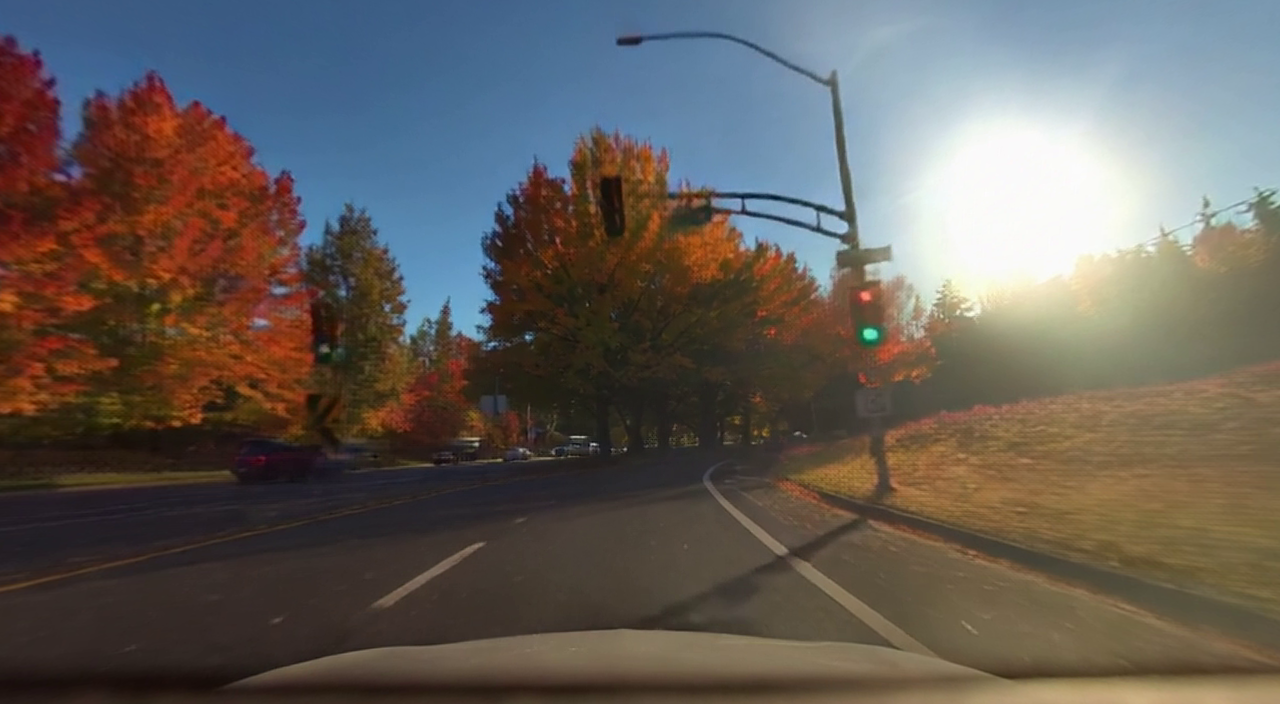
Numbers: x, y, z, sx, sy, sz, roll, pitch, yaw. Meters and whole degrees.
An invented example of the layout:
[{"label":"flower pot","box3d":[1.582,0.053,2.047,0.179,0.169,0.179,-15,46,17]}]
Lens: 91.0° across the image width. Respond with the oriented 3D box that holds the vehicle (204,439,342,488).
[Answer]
[{"label":"vehicle","box3d":[-16.565,5.033,28.822,2.368,2.012,5.021,-3,-9,18]}]
